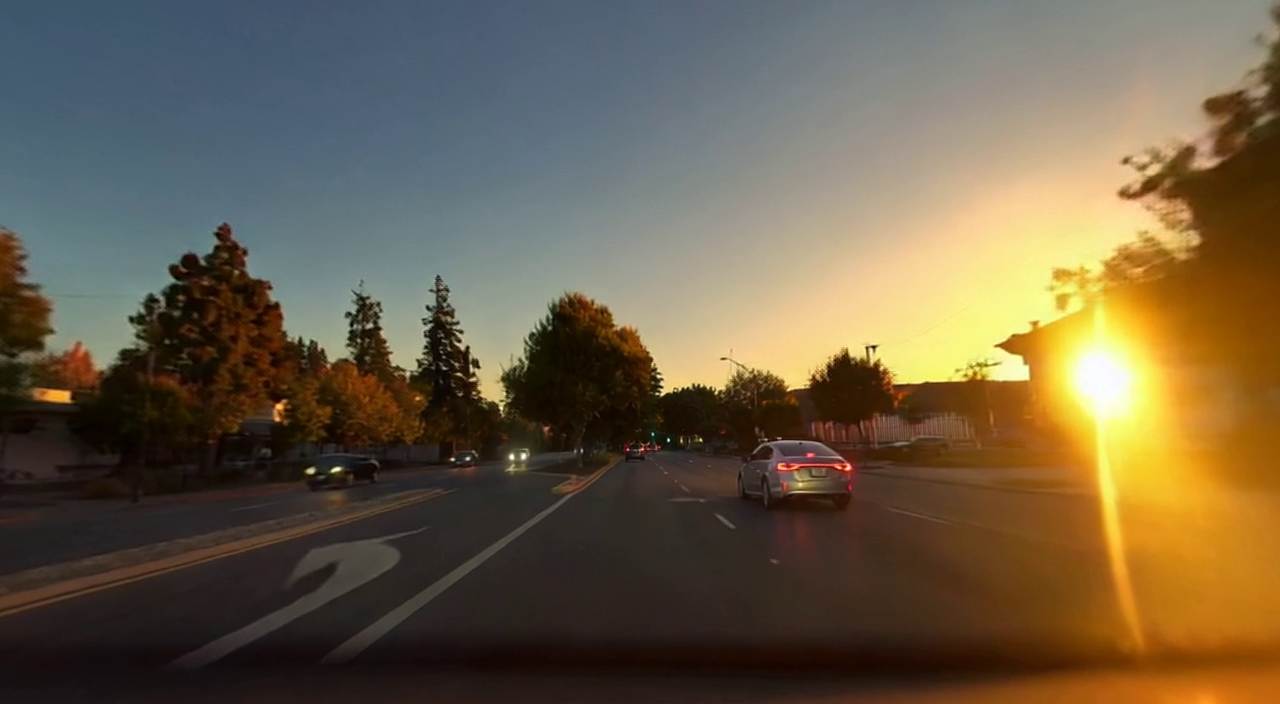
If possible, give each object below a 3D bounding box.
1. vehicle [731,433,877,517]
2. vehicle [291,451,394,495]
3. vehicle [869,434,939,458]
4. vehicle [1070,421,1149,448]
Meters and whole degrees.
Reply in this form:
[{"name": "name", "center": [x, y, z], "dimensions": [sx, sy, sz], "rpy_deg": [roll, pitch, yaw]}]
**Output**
[{"name": "vehicle", "center": [3.520, 2.737, 14.631], "dimensions": [1.995, 1.616, 4.729], "rpy_deg": [0, -9, -1]}, {"name": "vehicle", "center": [-12.470, 5.066, 26.883], "dimensions": [2.044, 1.631, 4.777], "rpy_deg": [0, -9, 0]}, {"name": "vehicle", "center": [19.969, 7.142, 47.881], "dimensions": [4.376, 1.735, 1.854], "rpy_deg": [0, -9, -2]}, {"name": "vehicle", "center": [35.612, 6.313, 48.017], "dimensions": [4.356, 1.913, 2.003], "rpy_deg": [-1, -8, -2]}]
